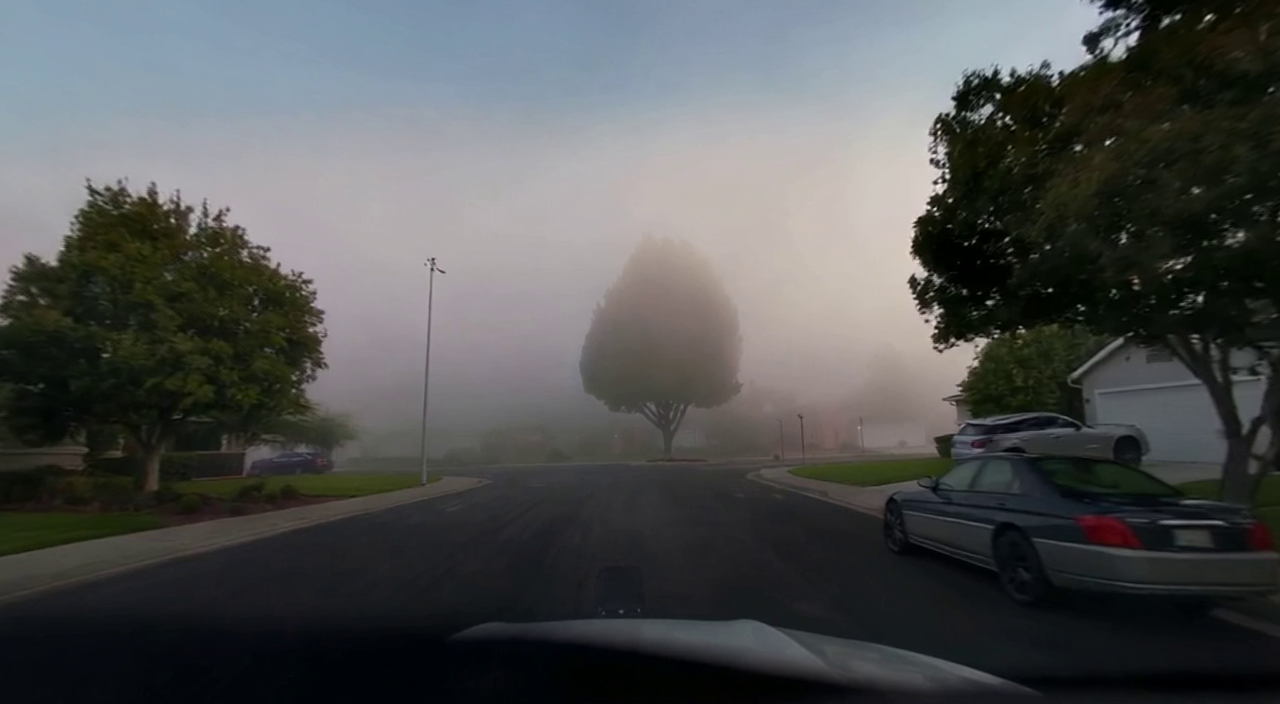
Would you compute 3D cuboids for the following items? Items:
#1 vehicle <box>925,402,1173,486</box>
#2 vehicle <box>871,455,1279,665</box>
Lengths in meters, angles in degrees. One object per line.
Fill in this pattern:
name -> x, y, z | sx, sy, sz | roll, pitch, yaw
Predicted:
vehicle -> 10.566, 2.434, 16.684 | 4.888, 1.807, 2.224 | -3, -9, -1
vehicle -> 3.773, 1.569, 5.733 | 1.877, 1.206, 3.669 | 0, -9, -2
